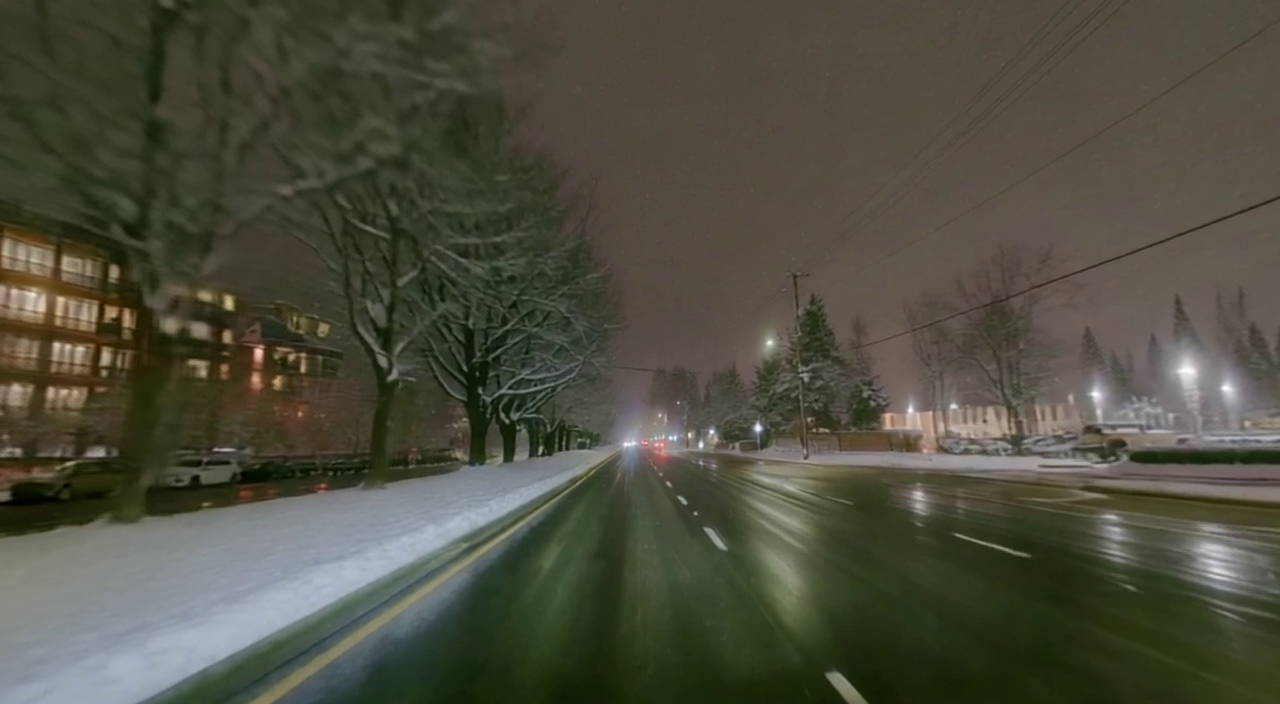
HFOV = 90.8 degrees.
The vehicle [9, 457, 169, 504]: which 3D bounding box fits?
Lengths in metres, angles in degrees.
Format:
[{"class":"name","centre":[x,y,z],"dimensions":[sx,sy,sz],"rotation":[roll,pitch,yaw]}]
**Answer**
[{"class":"vehicle","centre":[-20.260,4.704,23.560],"dimensions":[1.798,1.487,4.486],"rotation":[0,-8,2]}]

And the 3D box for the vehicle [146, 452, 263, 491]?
[{"class":"vehicle","centre":[-19.717,5.441,28.922],"dimensions":[1.920,1.561,4.654],"rotation":[-2,-10,2]}]

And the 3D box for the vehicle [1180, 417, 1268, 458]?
[{"class":"vehicle","centre":[36.855,5.427,39.922],"dimensions":[3.698,2.517,2.072],"rotation":[2,-9,-12]}]

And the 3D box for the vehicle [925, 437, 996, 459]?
[{"class":"vehicle","centre":[23.994,7.213,47.322],"dimensions":[4.549,1.565,1.831],"rotation":[2,-9,-13]}]

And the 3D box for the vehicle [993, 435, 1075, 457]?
[{"class":"vehicle","centre":[30.351,7.237,48.710],"dimensions":[5.245,1.609,2.167],"rotation":[2,-9,-13]}]

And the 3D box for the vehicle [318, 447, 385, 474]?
[{"class":"vehicle","centre":[-20.352,7.645,44.830],"dimensions":[2.012,1.636,4.997],"rotation":[-3,-8,7]}]

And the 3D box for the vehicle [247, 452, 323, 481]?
[{"class":"vehicle","centre":[-19.773,6.368,35.399],"dimensions":[1.959,1.459,4.150],"rotation":[0,-8,-2]}]

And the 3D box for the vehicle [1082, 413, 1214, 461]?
[{"class":"vehicle","centre":[31.074,5.251,38.723],"dimensions":[6.797,2.774,2.304],"rotation":[2,-9,-12]}]
